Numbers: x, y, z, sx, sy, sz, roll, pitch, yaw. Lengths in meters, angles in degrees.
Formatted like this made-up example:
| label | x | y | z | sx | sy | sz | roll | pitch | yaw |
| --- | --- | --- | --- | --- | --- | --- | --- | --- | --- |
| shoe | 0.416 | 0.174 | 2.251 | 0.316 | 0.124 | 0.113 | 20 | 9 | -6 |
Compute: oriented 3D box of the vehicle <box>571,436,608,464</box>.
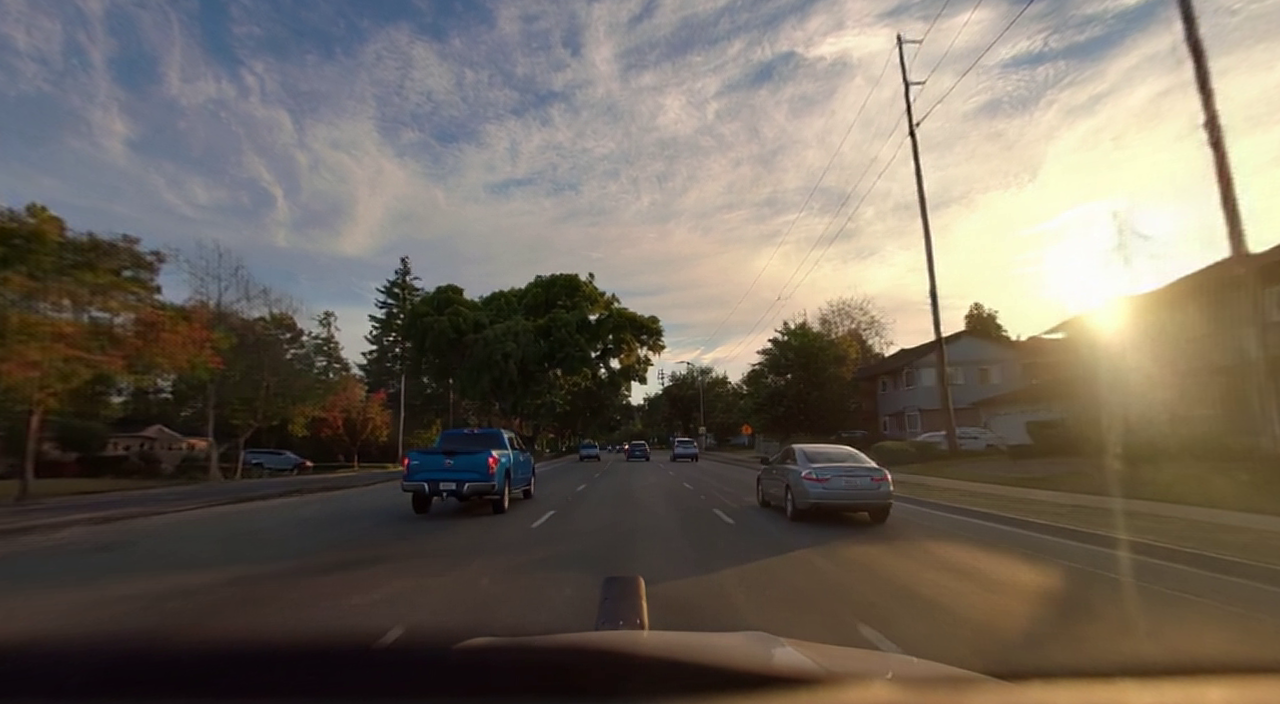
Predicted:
| label | x | y | z | sx | sy | sz | roll | pitch | yaw |
| --- | --- | --- | --- | --- | --- | --- | --- | --- | --- |
| vehicle | -3.504 | 6.878 | 44.301 | 2.218 | 1.829 | 4.492 | 0 | -8 | 0 |

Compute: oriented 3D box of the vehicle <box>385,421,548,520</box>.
| label | x | y | z | sx | sy | sz | roll | pitch | yaw |
| --- | --- | --- | --- | --- | --- | --- | --- | --- | --- |
| vehicle | -3.499 | 2.515 | 13.993 | 2.111 | 1.745 | 5.274 | 0 | -8 | 0 |

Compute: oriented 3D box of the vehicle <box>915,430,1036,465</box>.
| label | x | y | z | sx | sy | sz | roll | pitch | yaw |
| --- | --- | --- | --- | --- | --- | --- | --- | --- | --- |
| vehicle | 14.729 | 4.217 | 27.886 | 4.267 | 1.480 | 1.817 | 0 | -8 | 1 |

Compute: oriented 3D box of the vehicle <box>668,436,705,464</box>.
| label | x | y | z | sx | sy | sz | roll | pitch | yaw |
| --- | --- | --- | --- | --- | --- | --- | --- | --- | --- |
| vehicle | 3.238 | 6.899 | 44.632 | 2.099 | 1.845 | 4.363 | 0 | -8 | -2 |

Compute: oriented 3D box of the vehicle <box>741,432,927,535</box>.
| label | x | y | z | sx | sy | sz | roll | pitch | yaw |
| --- | --- | --- | --- | --- | --- | --- | --- | --- | --- |
| vehicle | 3.130 | 2.205 | 11.242 | 1.884 | 1.463 | 4.195 | 0 | -8 | -1 |

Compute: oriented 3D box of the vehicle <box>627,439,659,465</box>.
| label | x | y | z | sx | sy | sz | roll | pitch | yaw |
| --- | --- | --- | --- | --- | --- | --- | --- | --- | --- |
| vehicle | 0.148 | 6.651 | 42.292 | 1.997 | 1.636 | 3.760 | 0 | -8 | -1 |
